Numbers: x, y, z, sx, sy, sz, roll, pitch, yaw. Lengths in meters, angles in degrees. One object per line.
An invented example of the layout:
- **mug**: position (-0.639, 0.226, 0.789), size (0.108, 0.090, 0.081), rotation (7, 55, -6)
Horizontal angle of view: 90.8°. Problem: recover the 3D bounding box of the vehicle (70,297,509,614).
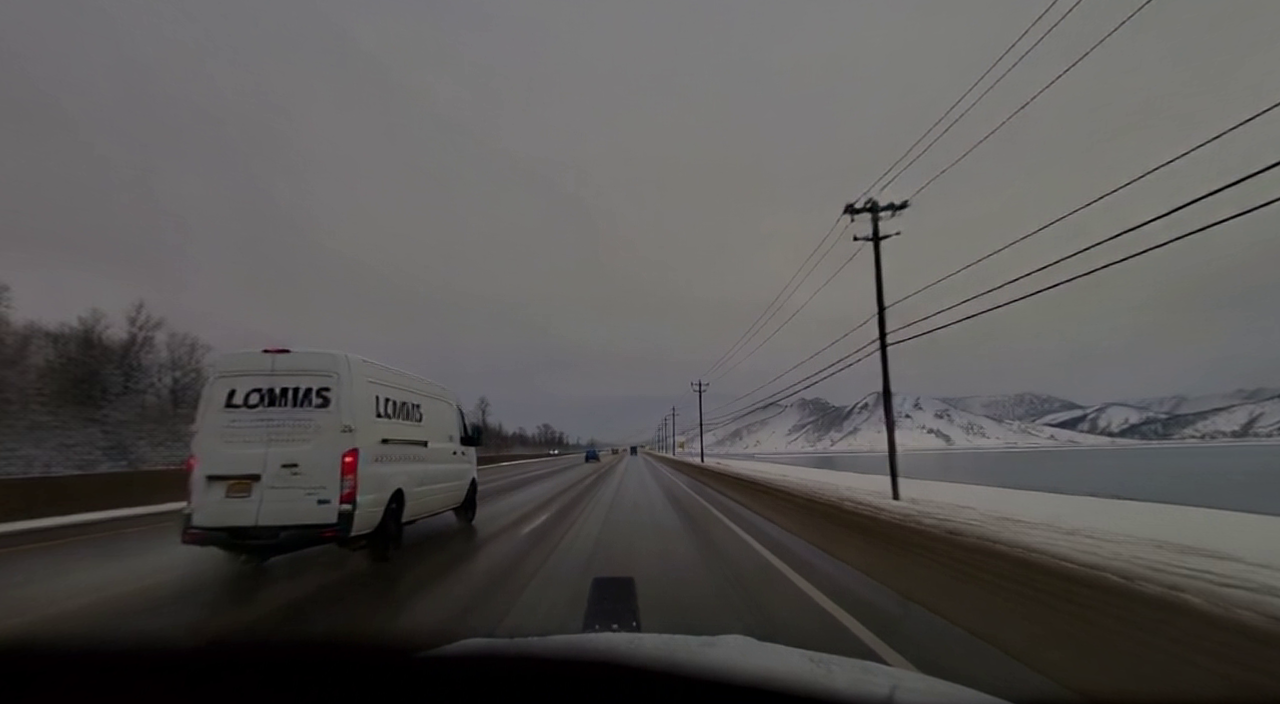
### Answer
- **vehicle**: position (-3.697, 1.349, 8.836), size (2.331, 2.757, 6.581), rotation (0, -8, 0)
